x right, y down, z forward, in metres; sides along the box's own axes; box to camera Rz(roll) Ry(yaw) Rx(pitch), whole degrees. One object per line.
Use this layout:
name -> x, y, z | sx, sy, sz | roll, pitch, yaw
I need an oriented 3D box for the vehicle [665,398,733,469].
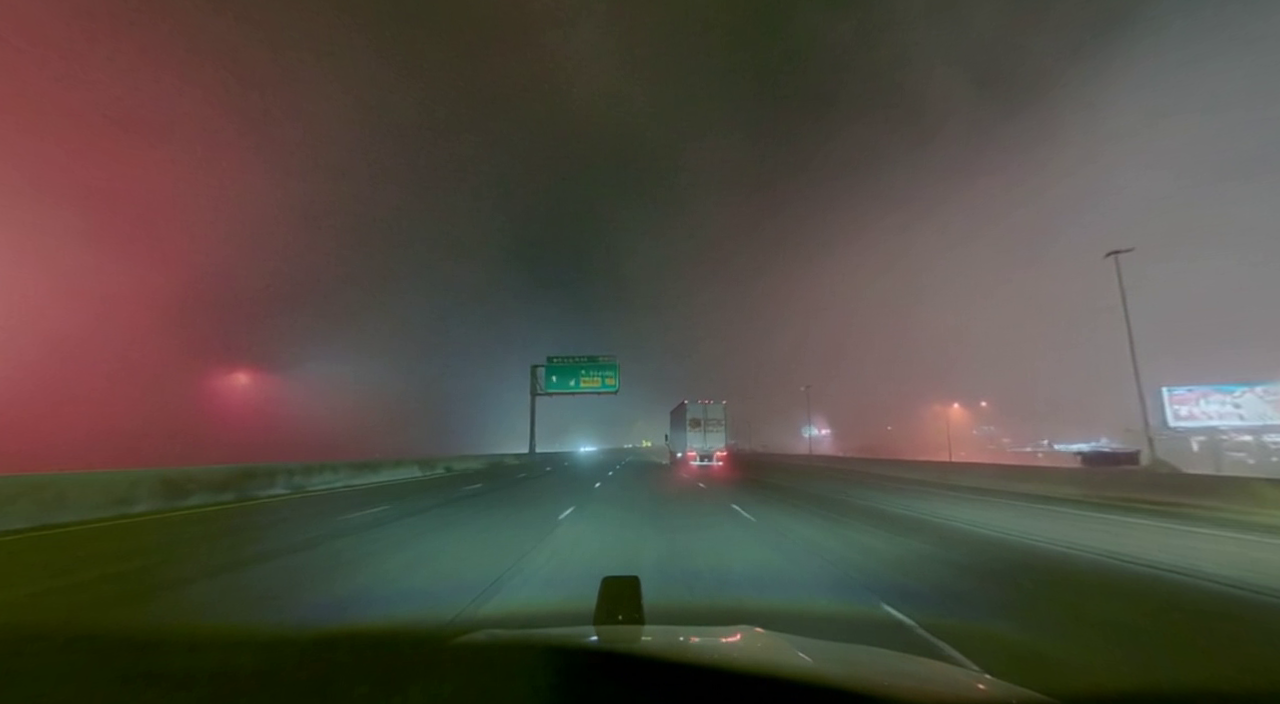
vehicle -> 3.819, 6.094, 45.511 | 3.247, 4.224, 15.996 | 0, -9, -1
